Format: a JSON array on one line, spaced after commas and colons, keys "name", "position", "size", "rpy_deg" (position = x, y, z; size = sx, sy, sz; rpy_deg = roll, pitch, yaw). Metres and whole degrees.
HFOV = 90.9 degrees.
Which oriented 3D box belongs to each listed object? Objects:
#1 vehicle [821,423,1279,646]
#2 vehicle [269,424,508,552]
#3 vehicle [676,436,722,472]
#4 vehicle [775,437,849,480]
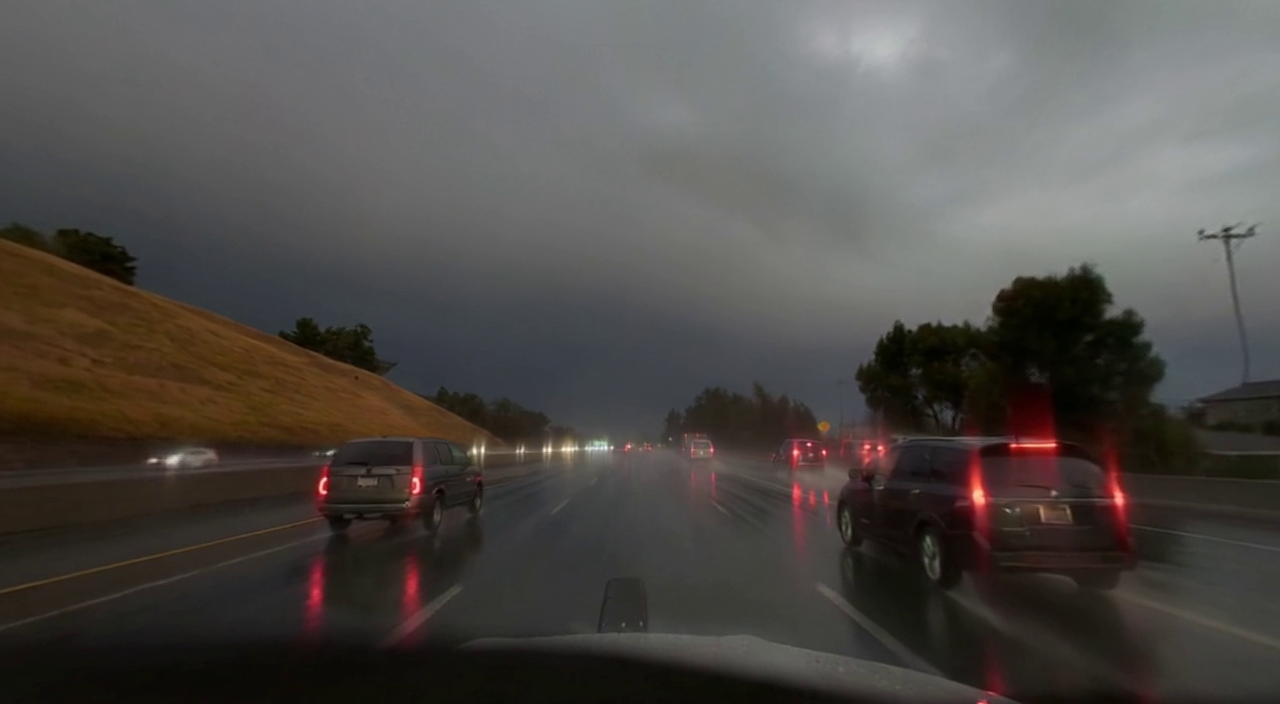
[{"name": "vehicle", "position": [3.468, 1.555, 6.466], "size": [1.941, 1.481, 4.300], "rpy_deg": [0, -8, 0]}, {"name": "vehicle", "position": [-3.833, 2.146, 10.677], "size": [2.166, 1.672, 4.388], "rpy_deg": [0, -8, 1]}, {"name": "vehicle", "position": [3.300, 5.831, 36.243], "size": [2.121, 1.925, 5.056], "rpy_deg": [0, -8, -1]}, {"name": "vehicle", "position": [7.501, 4.692, 28.030], "size": [1.998, 1.717, 4.338], "rpy_deg": [0, -8, -1]}]
